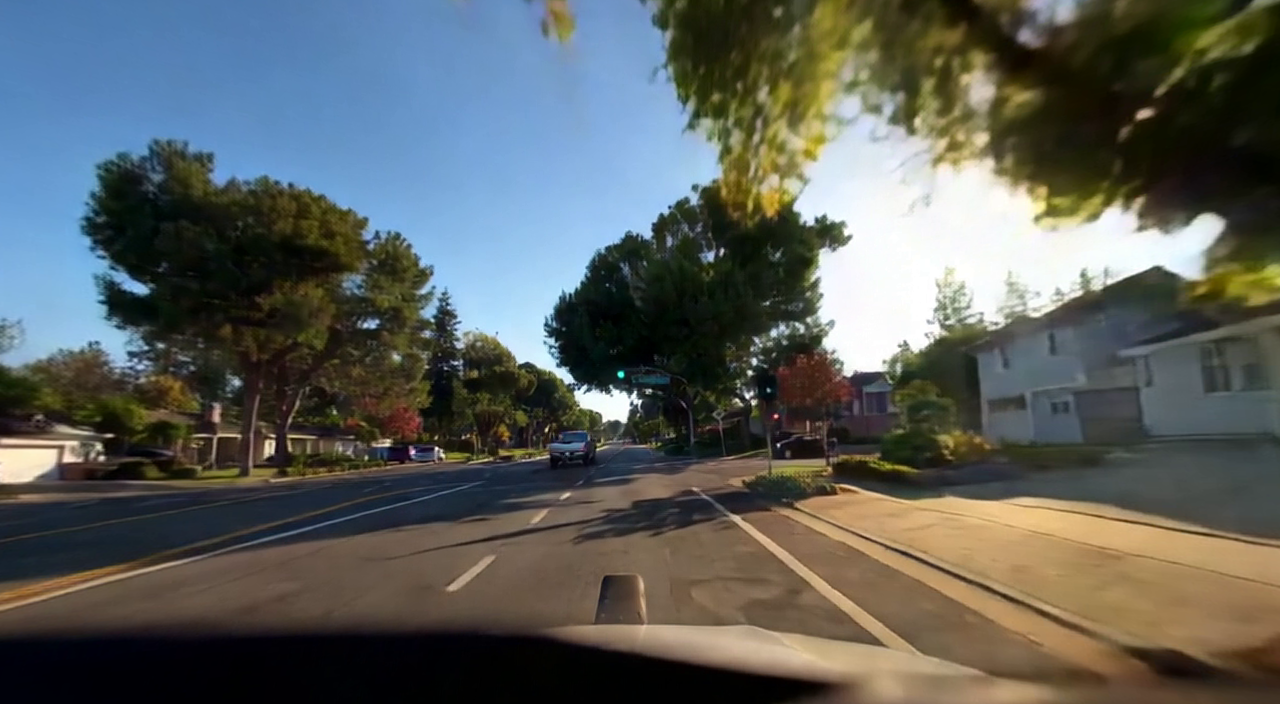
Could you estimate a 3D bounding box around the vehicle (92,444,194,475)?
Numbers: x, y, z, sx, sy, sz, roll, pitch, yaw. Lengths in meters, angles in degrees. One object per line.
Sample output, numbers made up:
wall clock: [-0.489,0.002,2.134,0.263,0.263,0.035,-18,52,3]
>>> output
vehicle: [-28.973,6.284,36.961,4.092,1.624,1.965,0,-11,-12]

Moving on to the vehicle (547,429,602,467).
vehicle: [-3.648,5.498,36.296,2.508,2.001,5.880,0,-9,0]

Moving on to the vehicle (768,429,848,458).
vehicle: [10.704,5.861,40.514,4.500,1.761,1.975,0,-9,1]
